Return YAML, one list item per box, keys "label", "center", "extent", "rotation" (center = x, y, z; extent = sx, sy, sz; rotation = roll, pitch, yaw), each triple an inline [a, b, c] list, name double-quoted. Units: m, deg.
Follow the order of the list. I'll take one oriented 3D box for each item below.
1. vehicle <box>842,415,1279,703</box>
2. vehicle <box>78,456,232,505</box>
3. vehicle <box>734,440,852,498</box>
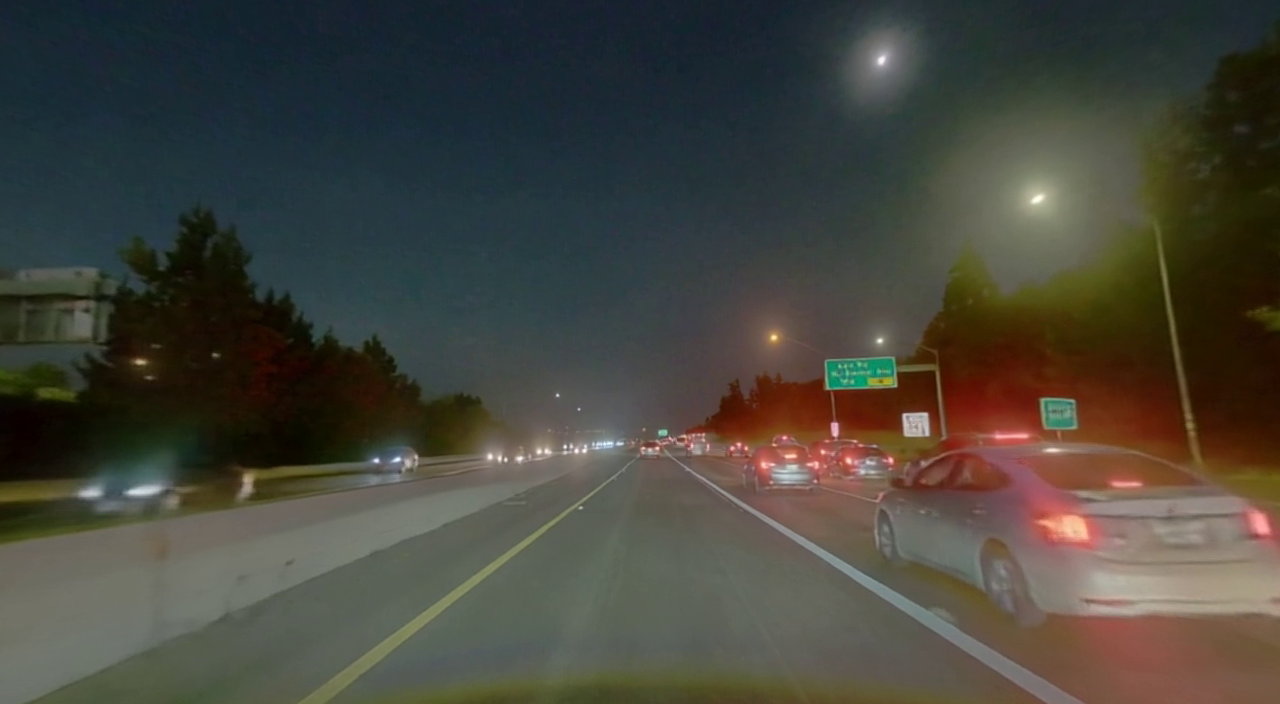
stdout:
- label: "vehicle"
  center: [3.543, 1.363, 5.189]
  extent: [2.198, 1.467, 4.675]
  rotation: [0, -8, 0]
- label: "vehicle"
  center: [-16.715, 4.412, 22.075]
  extent: [1.839, 1.442, 4.392]
  rotation: [0, -8, 1]
- label: "vehicle"
  center: [4.317, 3.396, 18.813]
  extent: [2.223, 1.483, 5.075]
  rotation: [0, -8, 0]
